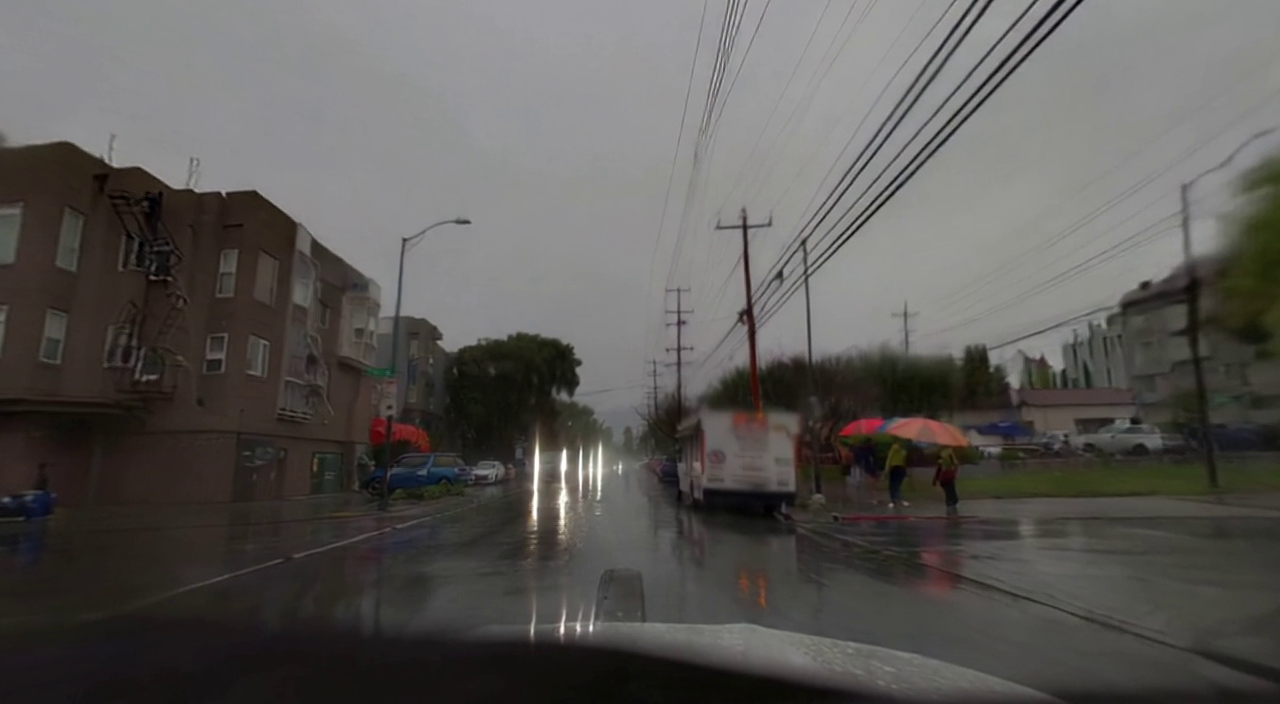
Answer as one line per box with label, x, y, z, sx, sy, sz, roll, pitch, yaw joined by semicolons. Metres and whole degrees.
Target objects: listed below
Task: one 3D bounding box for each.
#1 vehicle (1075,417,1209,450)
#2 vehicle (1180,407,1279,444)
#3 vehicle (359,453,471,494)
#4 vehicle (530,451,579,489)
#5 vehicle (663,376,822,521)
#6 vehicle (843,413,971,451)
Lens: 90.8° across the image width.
vehicle;22.942;3.771;28.994;4.641;1.441;1.745;0;-9;0
vehicle;28.055;3.417;29.210;4.413;1.608;1.858;0;-9;-2
vehicle;-11.326;6.096;32.005;5.093;1.855;2.338;3;-10;-20
vehicle;-4.203;5.851;31.639;1.952;1.708;4.096;0;-9;-1
vehicle;2.507;2.794;18.546;2.886;3.321;7.809;0;-9;-3
vehicle;10.770;3.270;25.720;4.396;1.459;1.749;0;-8;-3
